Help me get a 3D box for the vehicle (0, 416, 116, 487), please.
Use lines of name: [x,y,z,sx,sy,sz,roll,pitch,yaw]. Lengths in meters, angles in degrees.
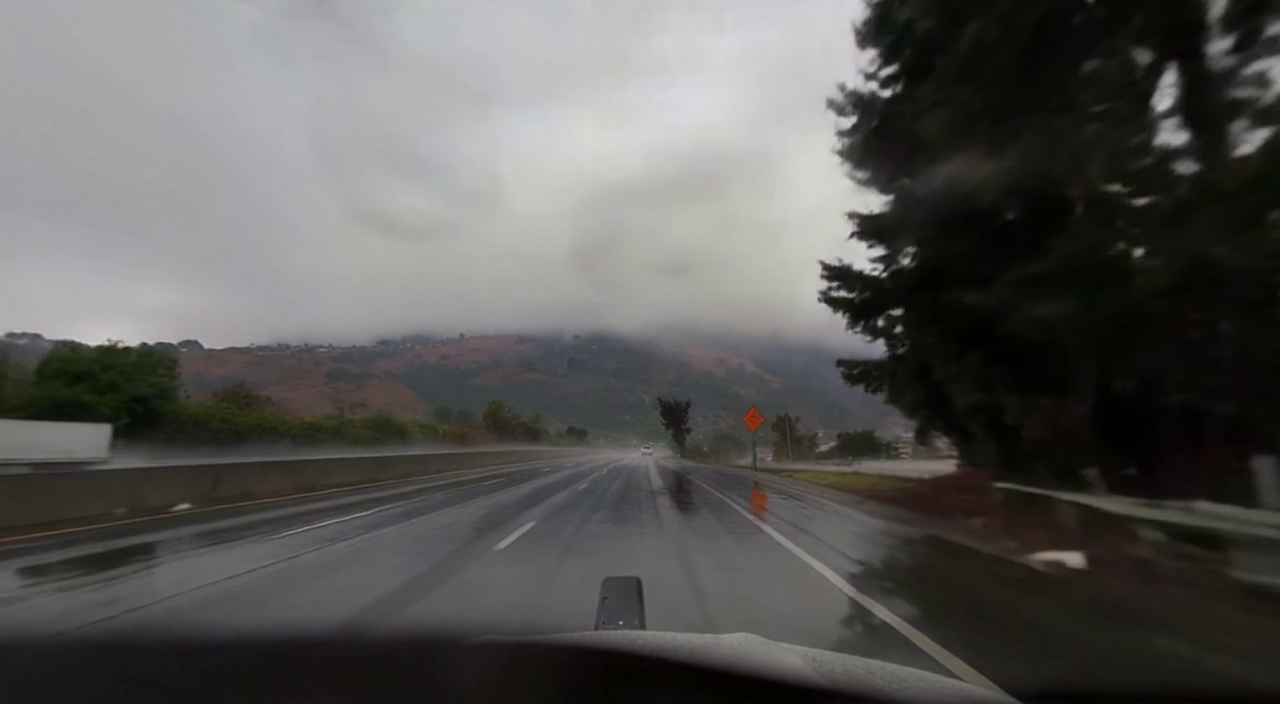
vehicle: [-39.311,5.841,37.038,2.963,4.145,16.363,0,-9,0]
